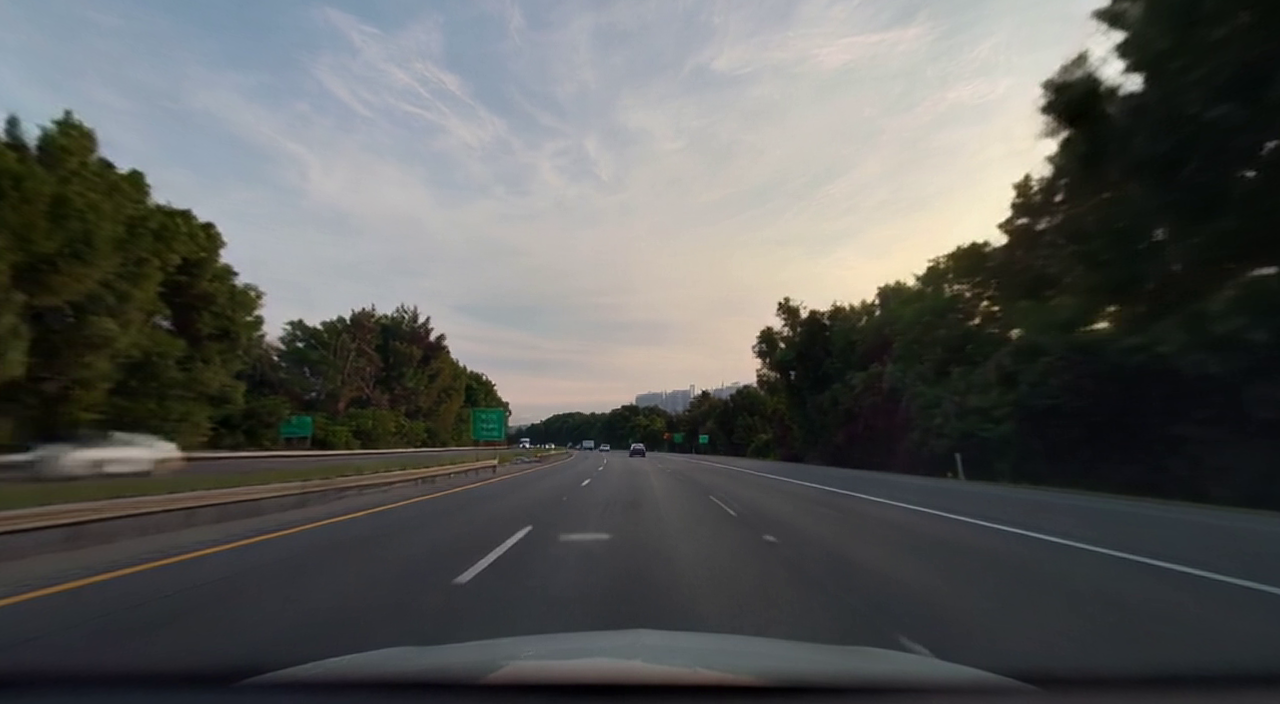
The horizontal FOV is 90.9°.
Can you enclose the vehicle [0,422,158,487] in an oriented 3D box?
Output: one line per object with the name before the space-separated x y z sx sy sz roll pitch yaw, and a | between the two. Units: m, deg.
vehicle | -16.824 2.956 18.352 2.152 1.642 4.393 0 -9 -2
